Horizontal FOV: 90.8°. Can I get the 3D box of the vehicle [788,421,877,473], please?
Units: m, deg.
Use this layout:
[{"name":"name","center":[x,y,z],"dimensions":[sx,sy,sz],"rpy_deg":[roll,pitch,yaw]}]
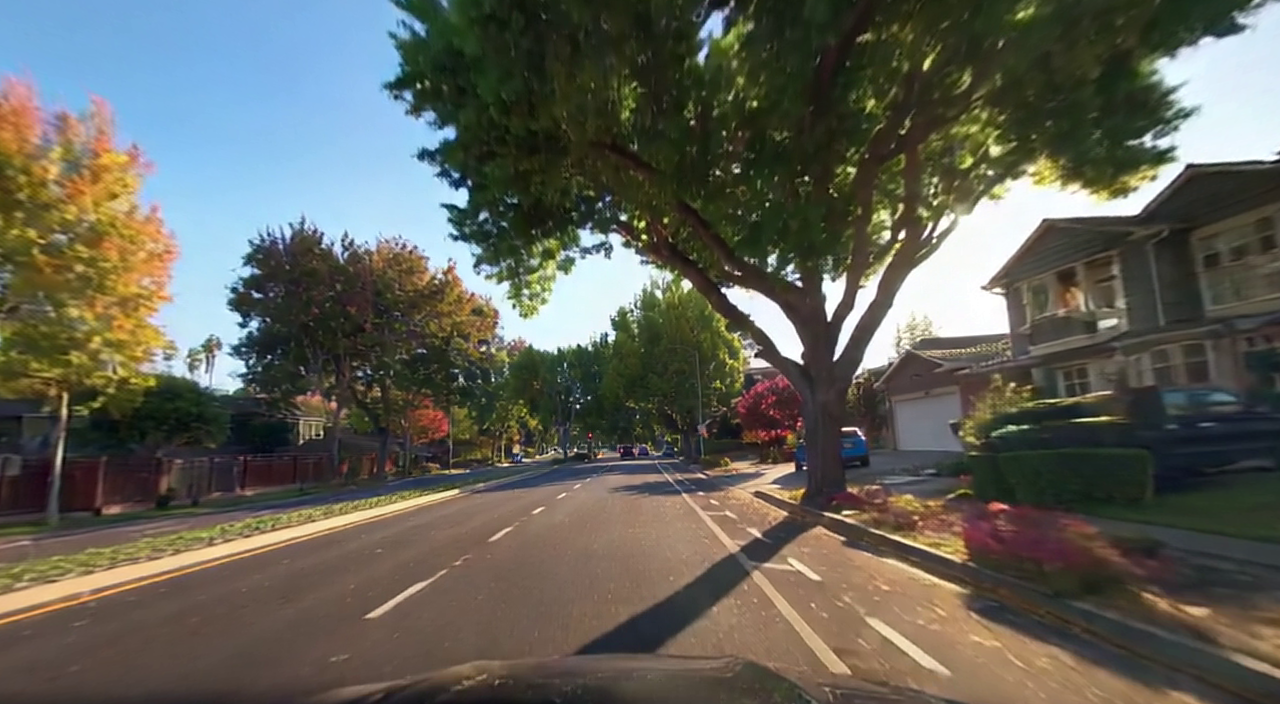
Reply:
[{"name":"vehicle","center":[8.047,4.086,26.971],"dimensions":[2.051,1.801,4.785],"rpy_deg":[-5,-9,-2]}]
